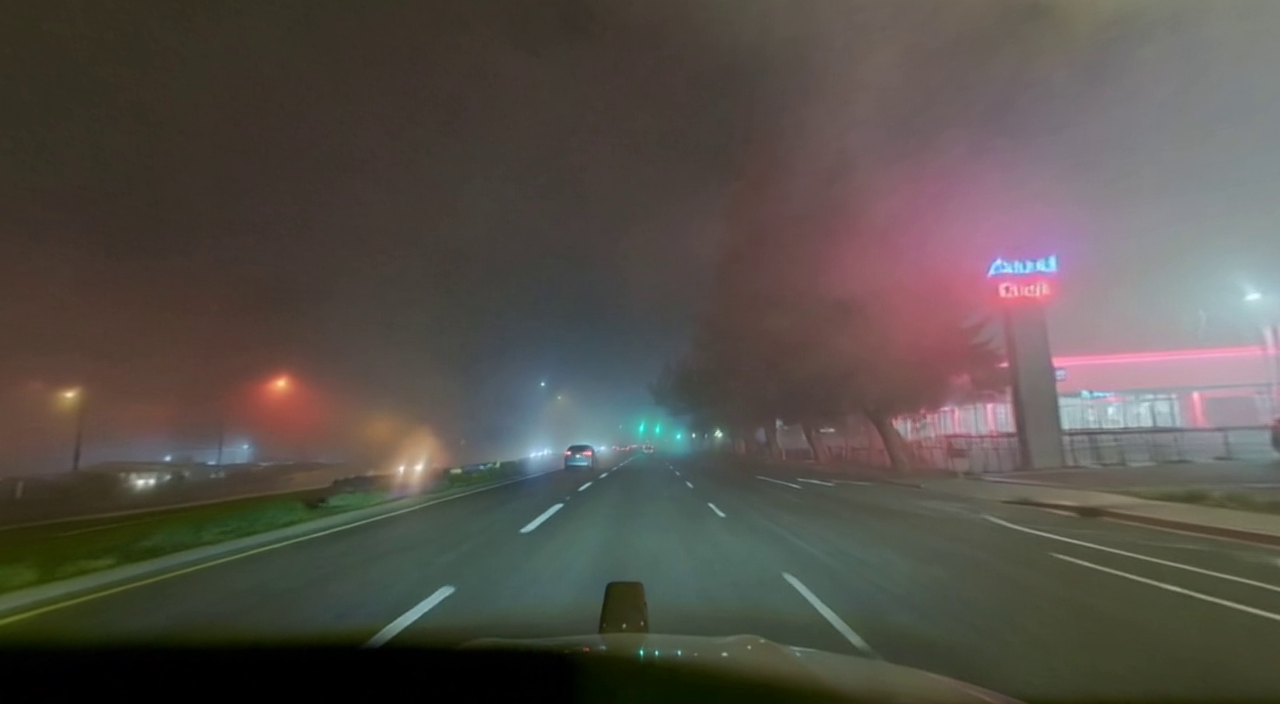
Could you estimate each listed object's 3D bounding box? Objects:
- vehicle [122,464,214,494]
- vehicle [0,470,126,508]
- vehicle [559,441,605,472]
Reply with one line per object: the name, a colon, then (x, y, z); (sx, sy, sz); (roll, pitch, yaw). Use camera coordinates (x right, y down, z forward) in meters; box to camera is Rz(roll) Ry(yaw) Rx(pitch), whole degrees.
vehicle: (-30.053, 8.070, 40.221); (4.492, 1.450, 1.833); (3, -11, -42)
vehicle: (-30.309, 7.115, 33.089); (4.831, 1.621, 2.138); (8, -12, -44)
vehicle: (-2.880, 5.324, 32.289); (1.926, 1.442, 4.231); (0, -8, 0)
